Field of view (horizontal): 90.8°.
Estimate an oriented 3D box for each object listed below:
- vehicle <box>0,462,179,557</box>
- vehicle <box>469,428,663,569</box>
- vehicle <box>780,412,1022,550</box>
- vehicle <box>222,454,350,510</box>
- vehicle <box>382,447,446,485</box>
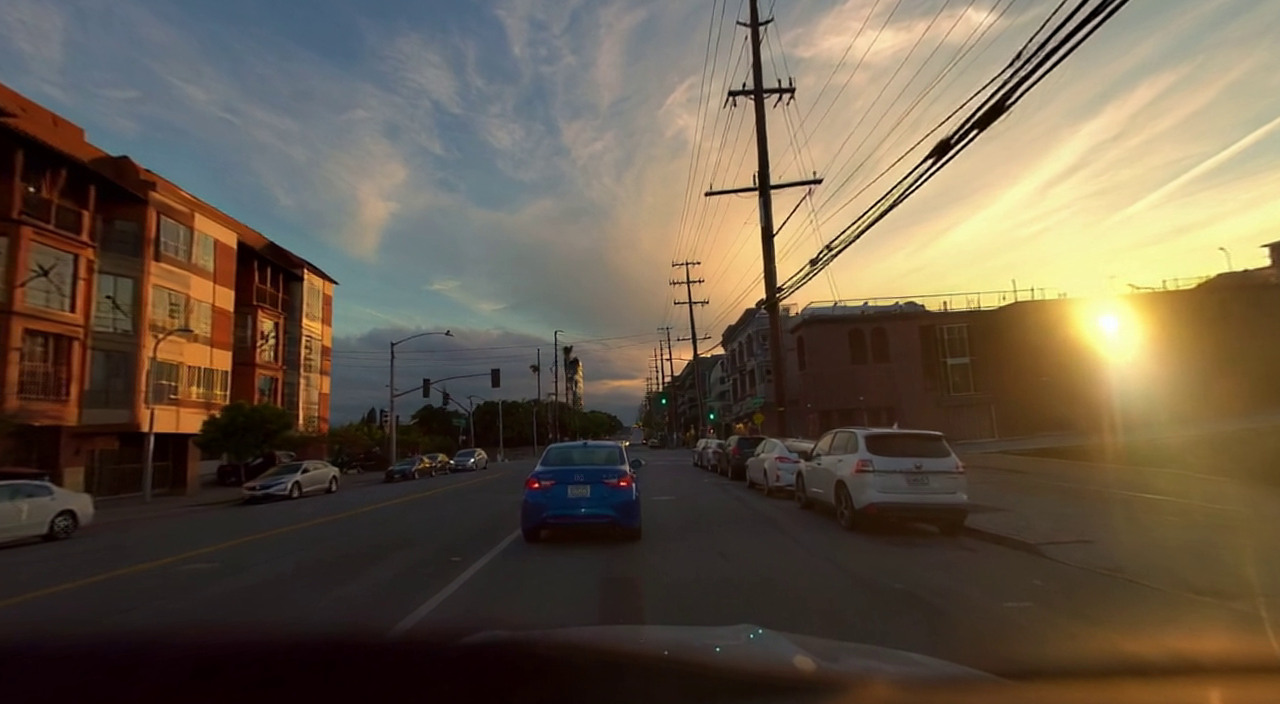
[{"bbox_3d":[-11.883,3.072,12.627,1.850,1.487,4.711,-3,-8,-1],"label":"vehicle"},{"bbox_3d":[-0.783,1.871,8.948,2.019,1.453,4.603,0,-8,0],"label":"vehicle"},{"bbox_3d":[3.788,1.952,10.227,1.967,1.721,4.410,0,-8,-1],"label":"vehicle"},{"bbox_3d":[-11.907,4.361,21.640,1.868,1.491,4.367,-4,-9,1],"label":"vehicle"},{"bbox_3d":[-11.897,5.984,33.556,2.011,1.687,4.079,-5,-8,-3],"label":"vehicle"}]
